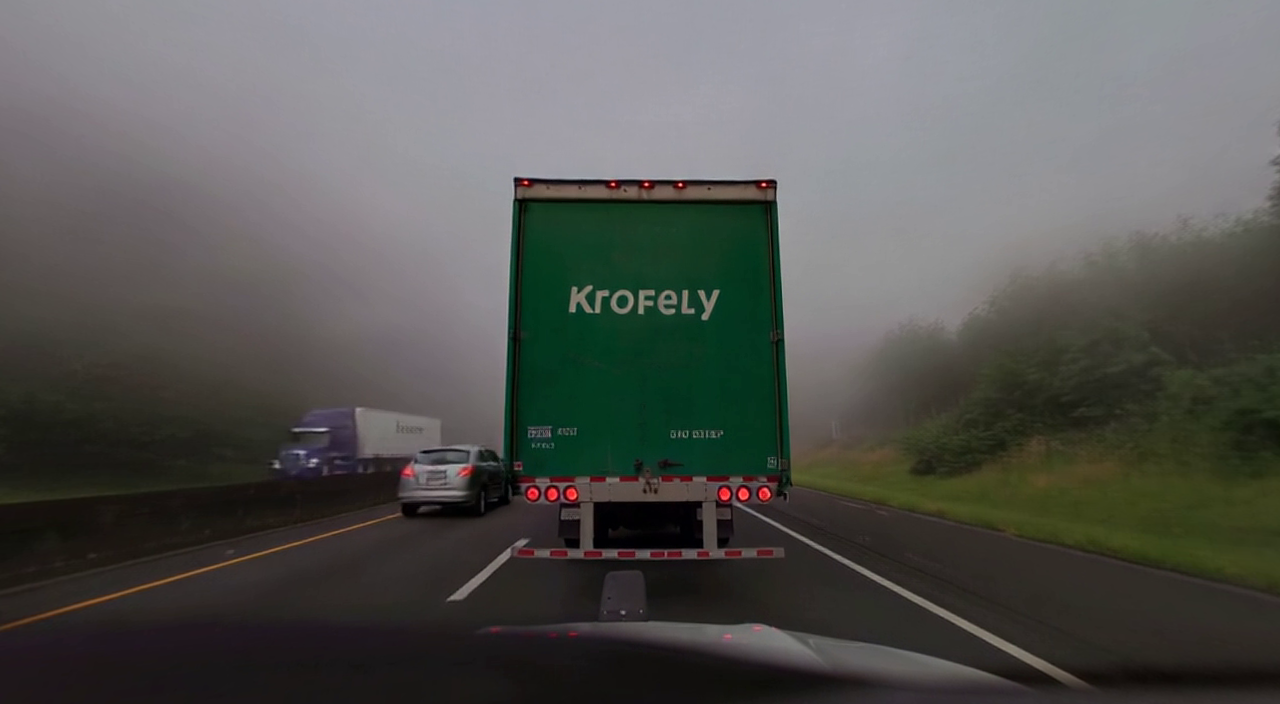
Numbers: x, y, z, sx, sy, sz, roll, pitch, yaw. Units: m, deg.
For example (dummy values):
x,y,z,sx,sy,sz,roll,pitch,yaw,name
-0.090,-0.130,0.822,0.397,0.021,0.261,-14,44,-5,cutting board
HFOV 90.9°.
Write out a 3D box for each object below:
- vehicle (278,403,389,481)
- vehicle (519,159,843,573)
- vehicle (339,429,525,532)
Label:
x,y,z,sx,sy,sz,roll,pitch,yaw,name
-16.848,5.055,35.243,3.034,3.940,5.969,0,-9,0,vehicle
0.314,1.161,13.730,3.230,4.377,14.405,0,-9,-1,vehicle
-3.694,2.373,12.152,2.095,1.600,4.247,0,-9,0,vehicle
